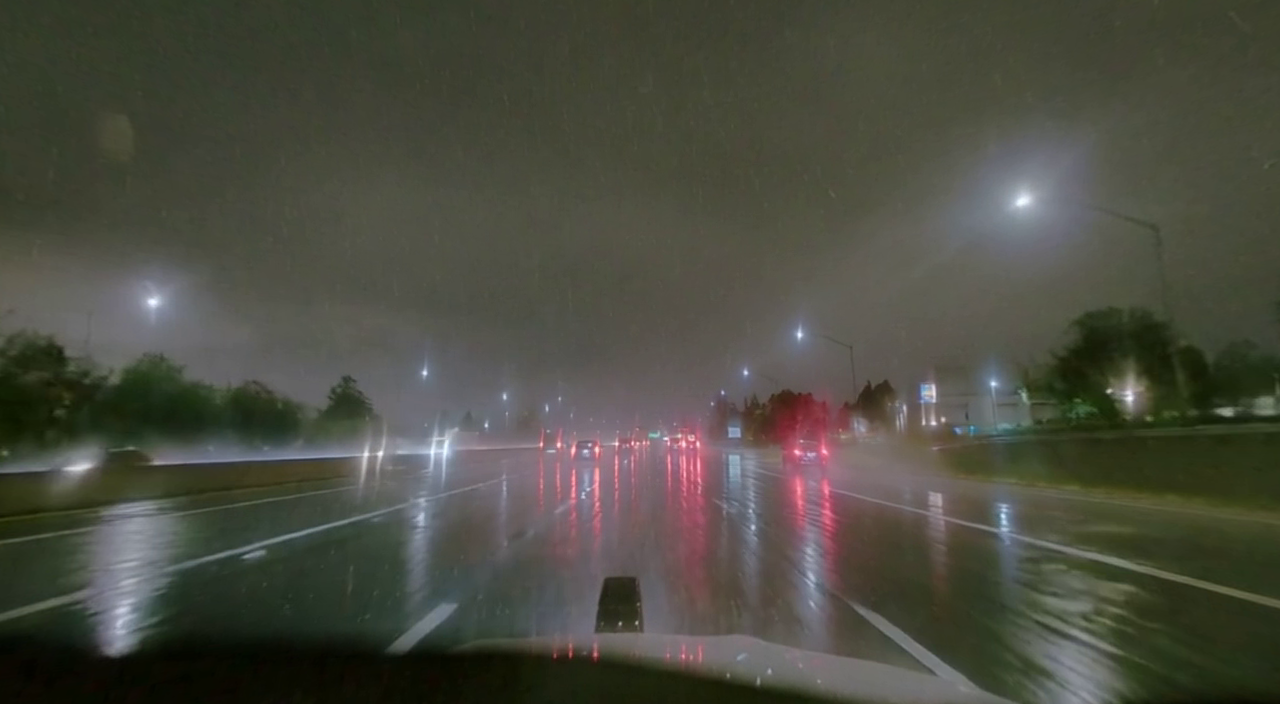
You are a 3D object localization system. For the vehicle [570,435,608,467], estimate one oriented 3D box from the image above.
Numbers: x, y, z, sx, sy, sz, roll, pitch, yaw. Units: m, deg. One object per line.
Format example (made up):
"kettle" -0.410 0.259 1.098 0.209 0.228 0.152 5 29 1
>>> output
"vehicle" -3.074 6.034 38.687 1.893 1.827 4.513 0 -8 1

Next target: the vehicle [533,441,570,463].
"vehicle" -6.448 7.302 46.243 2.009 1.462 4.458 0 -8 1

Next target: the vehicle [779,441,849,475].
"vehicle" 7.833 4.805 28.856 1.900 1.432 4.519 0 -8 0

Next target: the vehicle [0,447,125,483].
"vehicle" -27.029 5.207 29.477 1.933 1.522 4.765 0 -8 0
